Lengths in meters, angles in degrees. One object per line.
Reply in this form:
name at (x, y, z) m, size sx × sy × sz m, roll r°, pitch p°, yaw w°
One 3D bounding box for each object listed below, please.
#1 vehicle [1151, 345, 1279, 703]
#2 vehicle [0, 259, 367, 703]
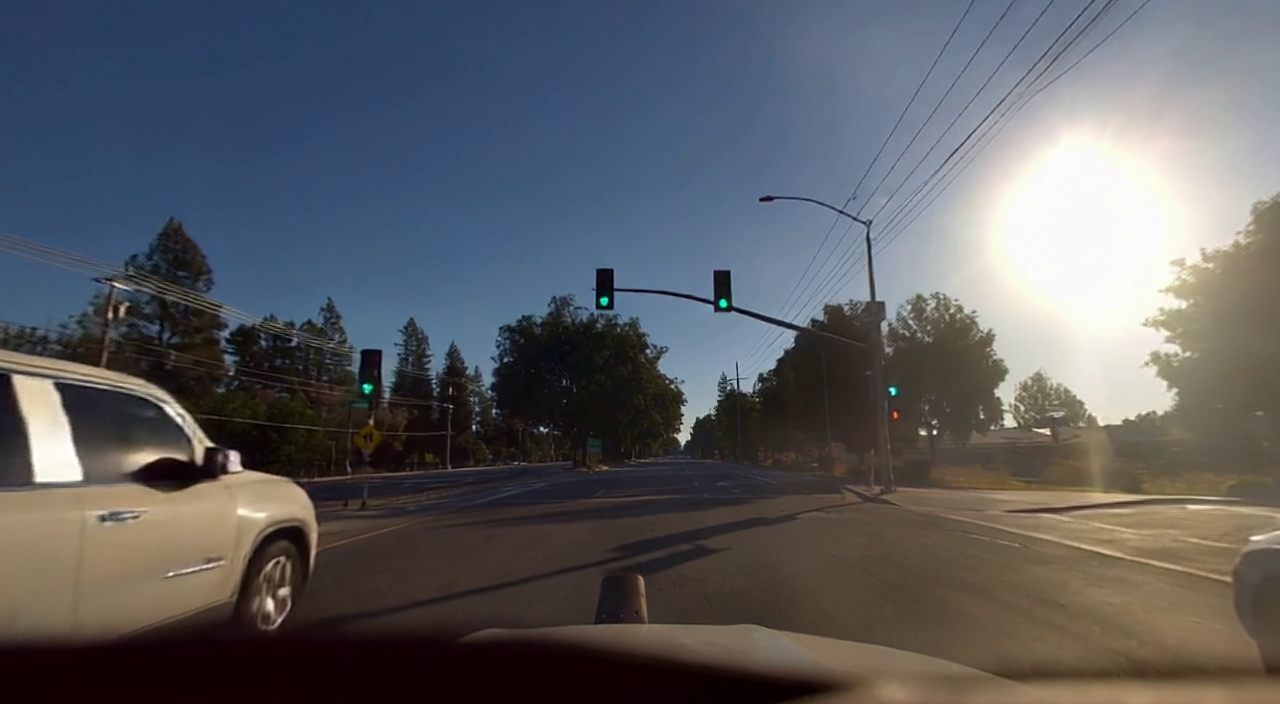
vehicle at (3.615, 0.594, 0.956) m, size 2.056 × 1.703 × 4.305 m, roll 0°, pitch -8°, yaw 1°
vehicle at (-3.428, 0.708, 2.404) m, size 2.374 × 1.985 × 5.391 m, roll 0°, pitch -8°, yaw 0°
